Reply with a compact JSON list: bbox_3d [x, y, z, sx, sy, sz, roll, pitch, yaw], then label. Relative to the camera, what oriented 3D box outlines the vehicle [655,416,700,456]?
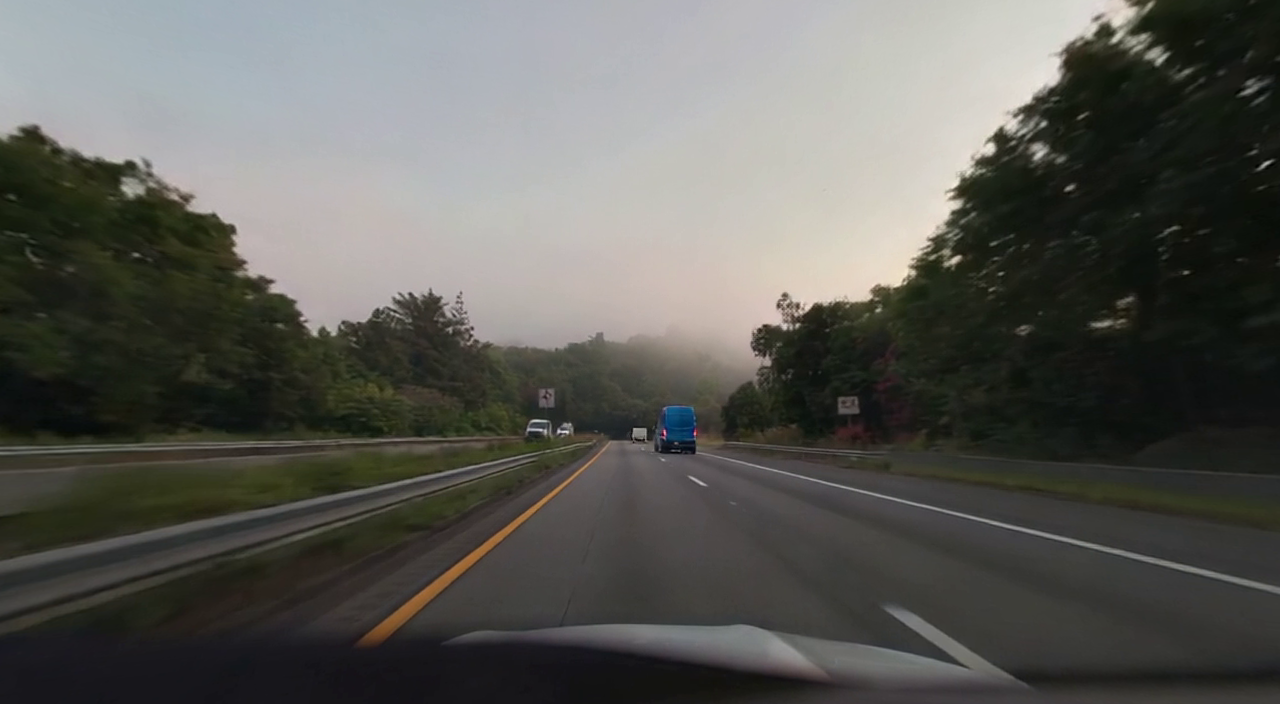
[{"bbox_3d":[2.572,6.003,45.029,2.570,2.596,6.082,0,-8,-3],"label":"vehicle"}]
